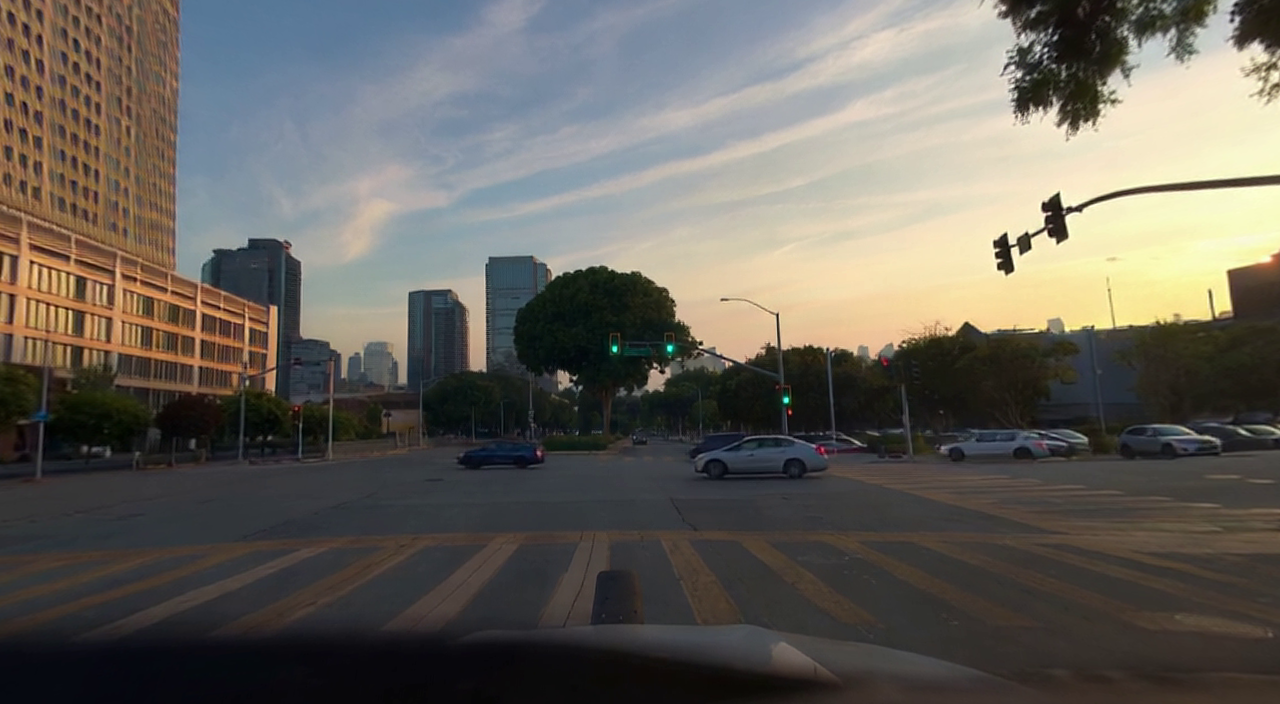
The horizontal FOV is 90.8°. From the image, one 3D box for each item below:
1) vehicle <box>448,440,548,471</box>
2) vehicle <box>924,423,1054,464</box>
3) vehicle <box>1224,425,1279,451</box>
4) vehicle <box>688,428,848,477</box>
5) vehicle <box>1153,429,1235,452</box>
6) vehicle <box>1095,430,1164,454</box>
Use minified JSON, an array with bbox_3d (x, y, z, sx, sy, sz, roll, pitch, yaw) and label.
[{"bbox_3d":[-6.333,4.668,28.457,4.046,1.306,1.719,-1,-8,3],"label":"vehicle"},{"bbox_3d":[15.445,4.098,28.201,4.571,1.698,1.977,-2,-9,8],"label":"vehicle"},{"bbox_3d":[42.266,5.714,41.945,2.037,1.614,5.175,0,-8,0],"label":"vehicle"},{"bbox_3d":[4.198,3.357,21.214,4.916,1.504,1.846,0,-8,-5],"label":"vehicle"},{"bbox_3d":[36.575,5.903,41.837,1.726,1.429,4.163,-1,-8,2],"label":"vehicle"},{"bbox_3d":[33.207,6.147,43.050,2.090,1.494,4.321,-3,-9,15],"label":"vehicle"}]
